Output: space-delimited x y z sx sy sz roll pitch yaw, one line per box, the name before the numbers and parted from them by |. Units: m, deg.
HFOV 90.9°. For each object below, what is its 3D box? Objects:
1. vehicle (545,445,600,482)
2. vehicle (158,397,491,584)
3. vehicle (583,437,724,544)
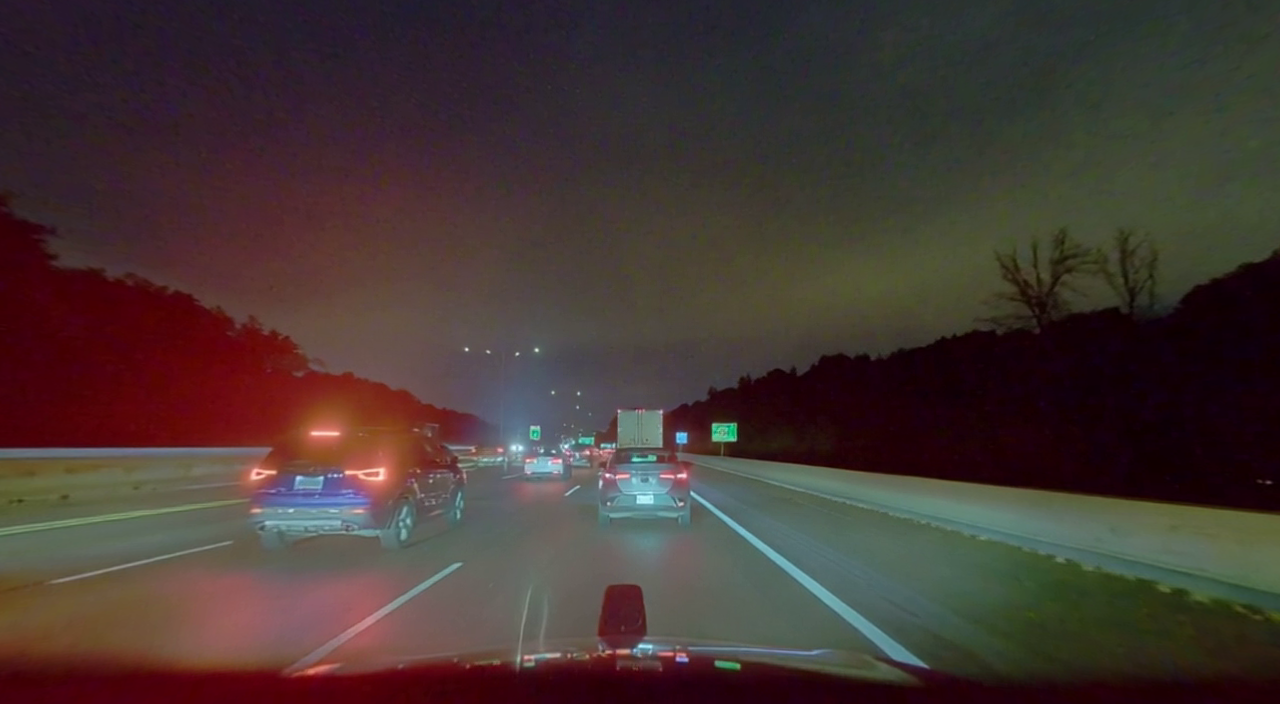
vehicle | -2.855 4.804 27.304 1.998 1.466 3.684 0 -9 0
vehicle | -3.691 1.738 8.665 2.051 1.829 4.736 0 -9 1
vehicle | 0.188 2.231 10.669 1.995 1.495 3.380 0 -9 0
